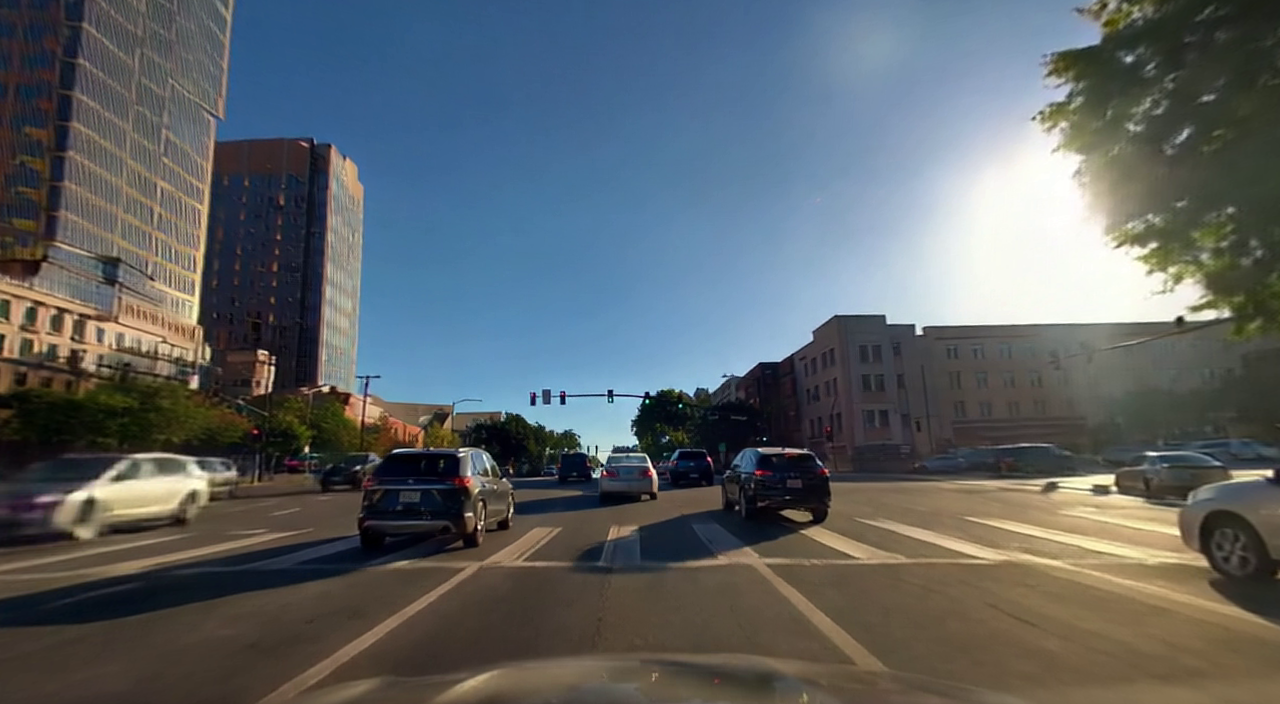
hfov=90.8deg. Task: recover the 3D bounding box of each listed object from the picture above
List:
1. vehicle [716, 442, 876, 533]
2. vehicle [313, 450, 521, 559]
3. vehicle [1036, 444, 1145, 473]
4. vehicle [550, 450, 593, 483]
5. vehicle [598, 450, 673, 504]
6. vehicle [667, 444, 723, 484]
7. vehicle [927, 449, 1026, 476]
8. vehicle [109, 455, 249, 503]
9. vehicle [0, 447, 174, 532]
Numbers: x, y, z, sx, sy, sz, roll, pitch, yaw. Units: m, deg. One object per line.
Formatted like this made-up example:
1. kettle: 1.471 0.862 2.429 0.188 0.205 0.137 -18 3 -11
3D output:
1. vehicle: 3.047 2.746 13.579 1.996 1.566 4.917 0 -8 -2
2. vehicle: -3.549 2.493 11.133 2.045 1.463 4.490 0 -8 0
3. vehicle: 23.698 5.611 33.326 4.255 1.465 1.936 0 -9 -3
4. vehicle: -3.869 6.548 36.426 2.033 1.714 4.278 0 -8 0
5. vehicle: -0.193 3.813 19.777 2.098 1.461 3.958 0 -8 -2
6. vehicle: 2.569 5.388 30.732 2.138 1.778 4.422 0 -8 -2
7. vehicle: 19.313 6.329 36.412 4.620 1.446 1.950 0 -9 -3
8. vehicle: -17.982 4.937 24.996 2.004 1.600 4.668 0 -8 0
9. vehicle: -14.502 3.299 15.831 2.126 1.785 4.534 0 -8 0
